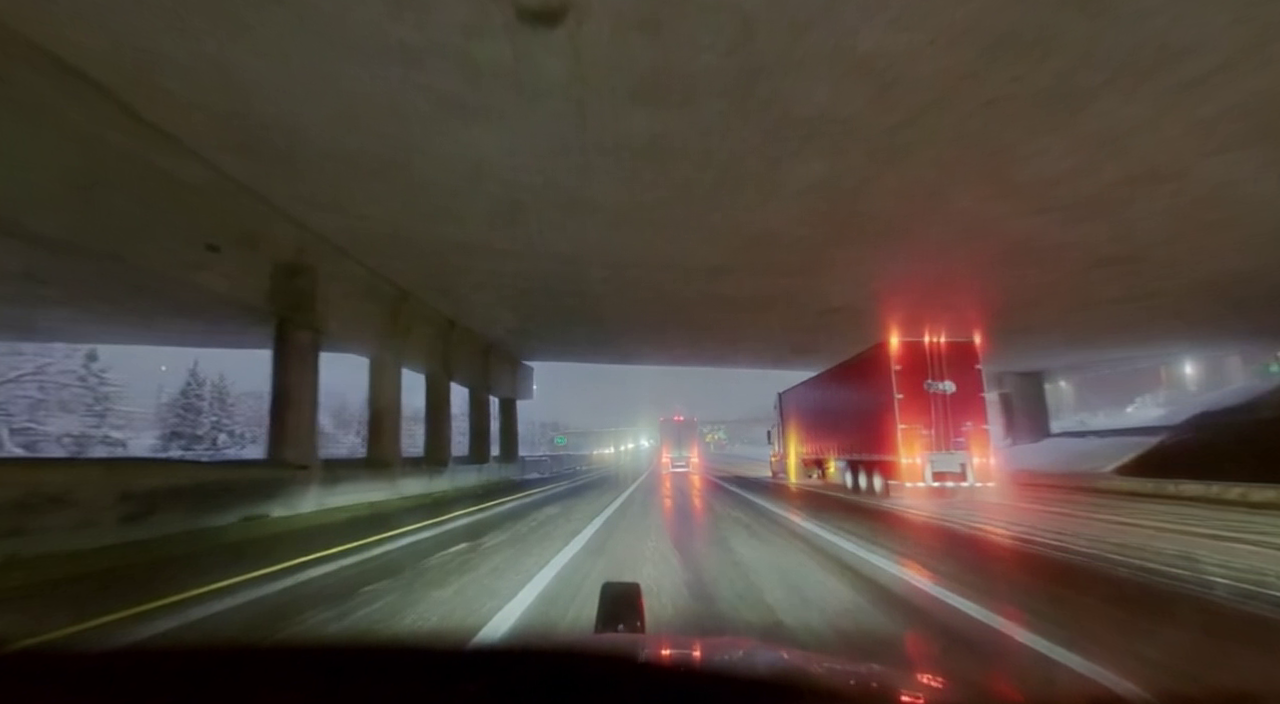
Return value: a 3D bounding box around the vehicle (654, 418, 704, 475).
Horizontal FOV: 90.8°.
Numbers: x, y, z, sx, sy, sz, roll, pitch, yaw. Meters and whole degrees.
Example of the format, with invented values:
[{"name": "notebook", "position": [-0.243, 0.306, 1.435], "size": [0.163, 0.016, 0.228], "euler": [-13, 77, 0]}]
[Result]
[{"name": "vehicle", "position": [2.959, 7.233, 47.784], "size": [3.244, 3.713, 12.155], "euler": [-1, -9, 4]}]
